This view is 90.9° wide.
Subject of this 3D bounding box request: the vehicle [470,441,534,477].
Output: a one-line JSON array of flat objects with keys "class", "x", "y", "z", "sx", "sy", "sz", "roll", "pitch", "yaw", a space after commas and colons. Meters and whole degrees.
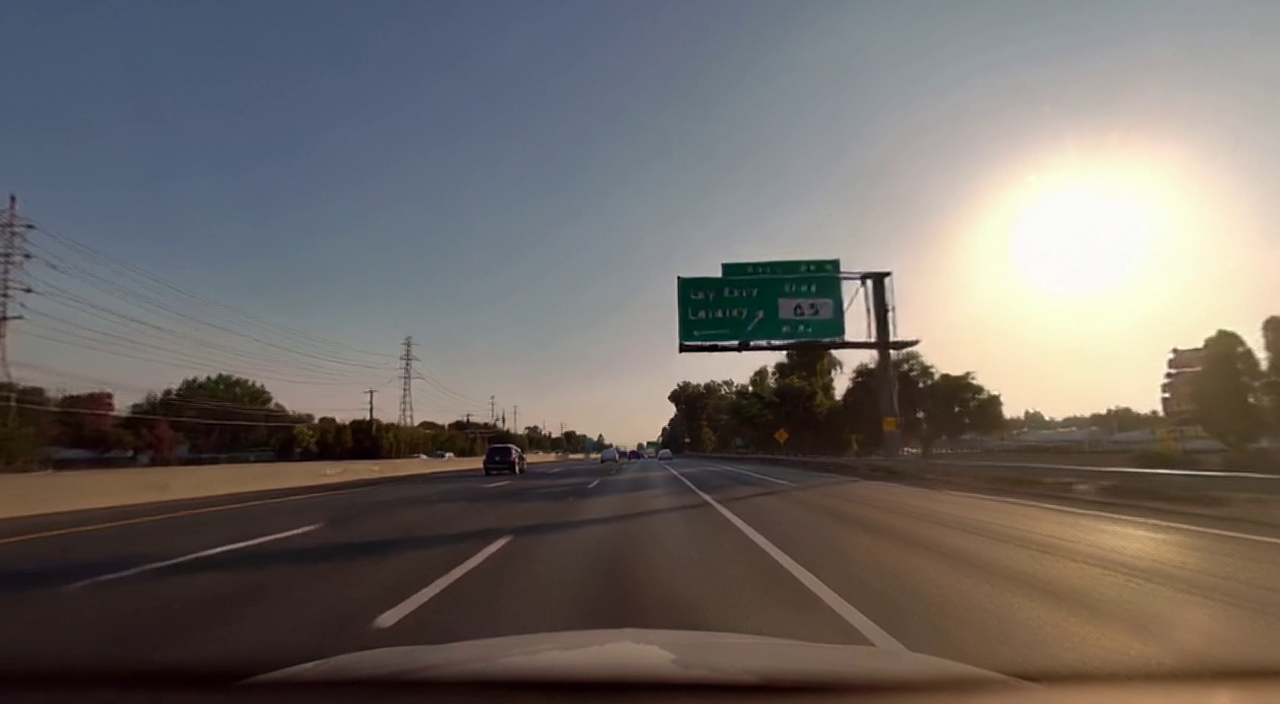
[{"class": "vehicle", "x": -7.038, "y": 5.505, "z": 32.679, "sx": 2.118, "sy": 1.696, "sz": 4.836, "roll": 0, "pitch": -9, "yaw": 2}]
